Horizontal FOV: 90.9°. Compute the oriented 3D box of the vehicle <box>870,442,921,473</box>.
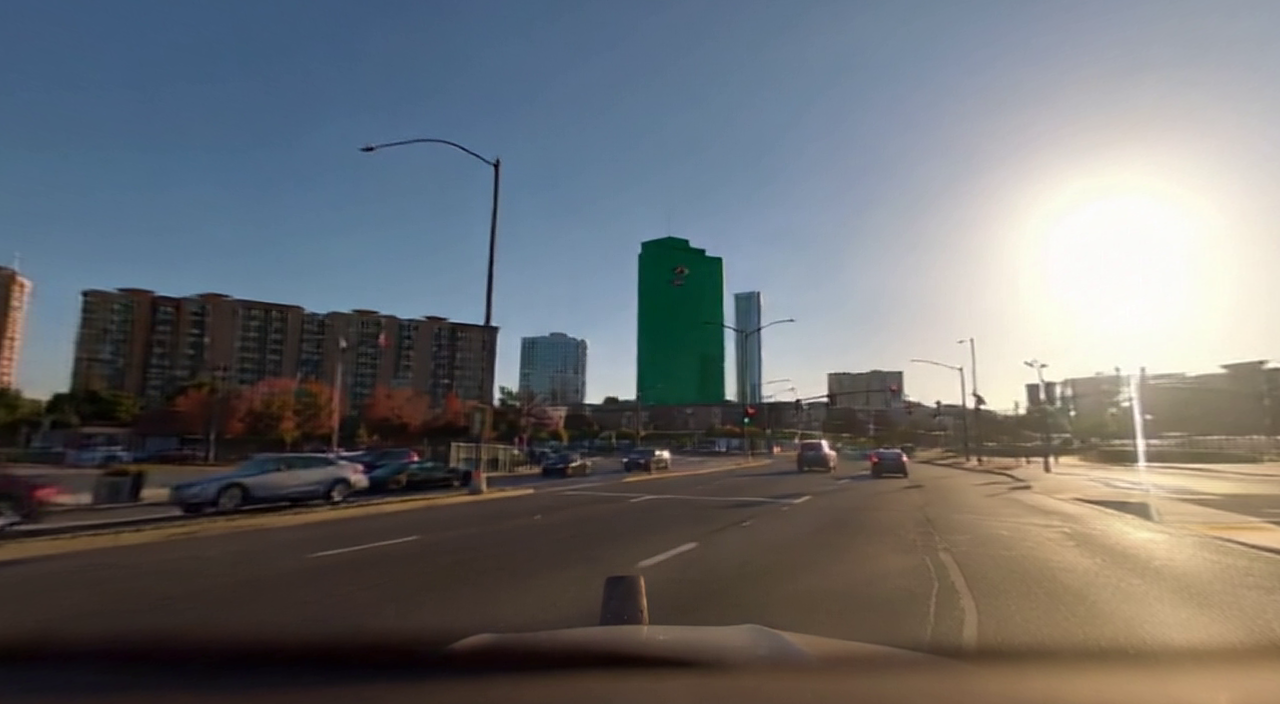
[{"bbox_3d":[12.897,5.242,31.625,2.041,1.444,4.710,-4,-9,24],"label":"vehicle"}]

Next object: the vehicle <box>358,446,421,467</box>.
[{"bbox_3d":[-19.123,7.936,48.106,4.431,1.510,1.947,-4,-9,28],"label":"vehicle"}]

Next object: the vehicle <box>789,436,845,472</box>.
[{"bbox_3d":[9.086,5.171,32.166,2.031,1.692,4.284,-4,-9,24],"label":"vehicle"}]

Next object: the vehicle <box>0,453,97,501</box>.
[{"bbox_3d":[-22.540,4.434,22.517,1.884,1.575,4.215,-4,-9,23],"label":"vehicle"}]

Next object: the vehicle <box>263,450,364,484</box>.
[{"bbox_3d":[-17.558,6.168,34.165,1.875,1.600,4.604,-4,-9,23],"label":"vehicle"}]

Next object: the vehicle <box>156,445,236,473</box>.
[{"bbox_3d":[-25.422,6.081,36.068,3.990,1.502,2.113,-5,-10,29],"label":"vehicle"}]

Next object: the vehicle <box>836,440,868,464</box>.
[{"bbox_3d":[15.850,7.405,47.011,1.857,1.697,4.011,-4,-9,23],"label":"vehicle"}]

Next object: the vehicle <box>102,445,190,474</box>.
[{"bbox_3d":[-26.535,5.722,33.811,4.108,1.494,2.133,-5,-9,28],"label":"vehicle"}]
